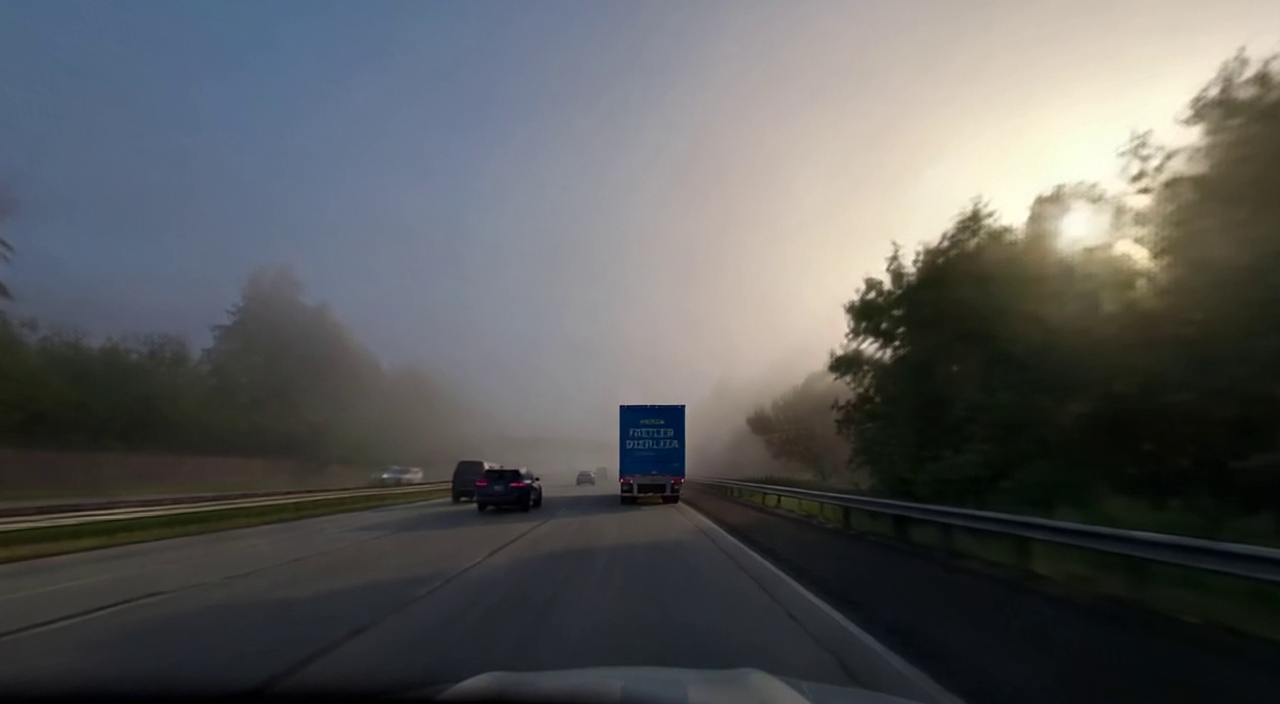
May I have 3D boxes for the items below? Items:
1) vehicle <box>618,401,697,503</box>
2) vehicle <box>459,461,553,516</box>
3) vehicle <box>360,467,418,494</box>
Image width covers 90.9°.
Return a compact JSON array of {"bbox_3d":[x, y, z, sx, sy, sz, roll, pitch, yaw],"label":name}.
[{"bbox_3d":[0.536,4.650,28.687,2.980,3.834,9.423,1,-10,-2],"label":"vehicle"},{"bbox_3d":[-4.143,4.310,20.268,1.978,1.516,4.617,1,-10,0],"label":"vehicle"},{"bbox_3d":[-16.449,8.439,41.524,1.949,1.627,4.472,1,-10,0],"label":"vehicle"}]
